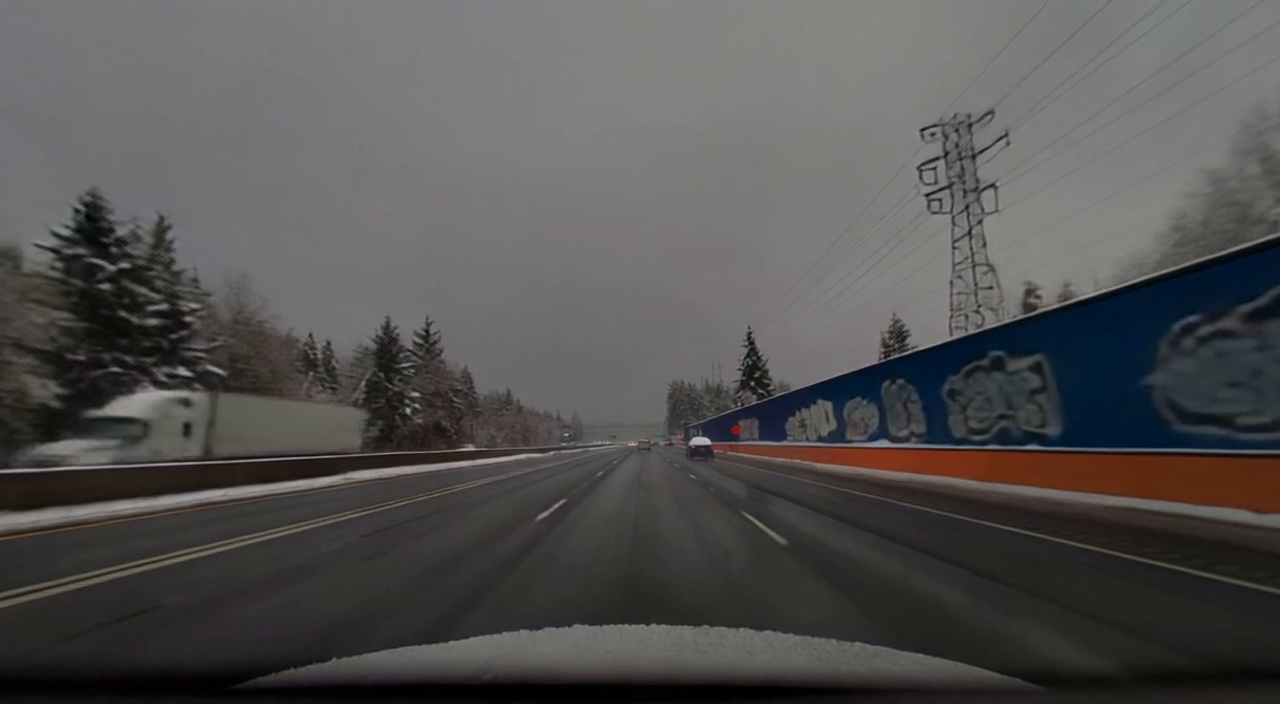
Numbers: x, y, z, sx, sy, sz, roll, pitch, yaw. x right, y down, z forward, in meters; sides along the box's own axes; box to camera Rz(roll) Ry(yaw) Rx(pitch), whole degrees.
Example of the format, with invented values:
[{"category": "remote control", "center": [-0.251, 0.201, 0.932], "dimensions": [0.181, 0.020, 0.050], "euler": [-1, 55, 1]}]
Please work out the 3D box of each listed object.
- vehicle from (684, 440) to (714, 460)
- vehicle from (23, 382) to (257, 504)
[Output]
[{"category": "vehicle", "center": [4.572, 7.696, 49.388], "dimensions": [1.991, 1.494, 3.951], "euler": [0, -8, 0]}, {"category": "vehicle", "center": [-18.907, 3.556, 24.667], "dimensions": [3.012, 4.030, 7.276], "euler": [-1, -9, 0]}]
